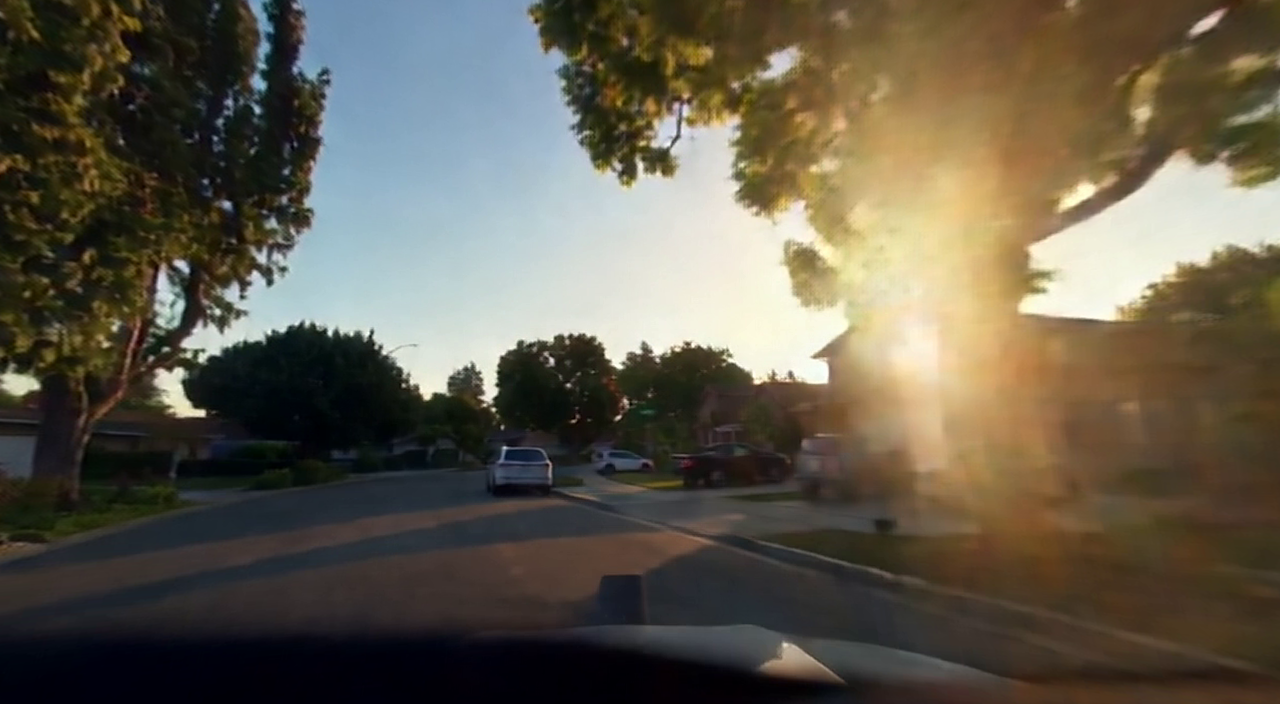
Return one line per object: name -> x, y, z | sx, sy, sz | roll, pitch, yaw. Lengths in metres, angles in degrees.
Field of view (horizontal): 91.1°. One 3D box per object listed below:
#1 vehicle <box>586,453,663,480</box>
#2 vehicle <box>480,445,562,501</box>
vehicle -> -0.960, 6.790, 37.280 | 4.457, 1.510, 1.762 | 1, -8, -3
vehicle -> -4.351, 4.200, 22.390 | 2.163, 1.760, 4.591 | 3, -9, -19
